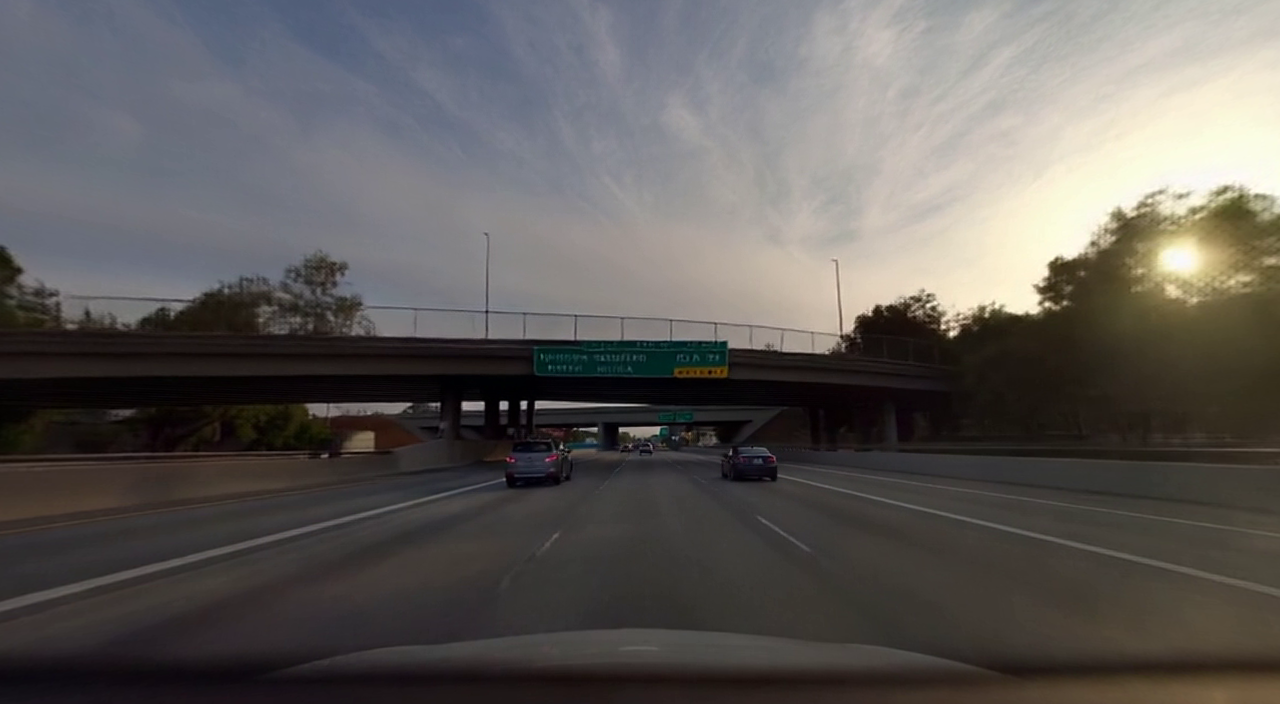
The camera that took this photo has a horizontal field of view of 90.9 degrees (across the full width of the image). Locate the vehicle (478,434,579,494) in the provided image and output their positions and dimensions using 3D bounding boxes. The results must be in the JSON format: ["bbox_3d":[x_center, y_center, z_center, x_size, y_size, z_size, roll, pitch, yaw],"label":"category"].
[{"bbox_3d":[-3.467,3.603,20.739,2.259,1.706,4.924,0,-8,2],"label":"vehicle"}]

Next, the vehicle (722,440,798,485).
[{"bbox_3d":[4.264,3.995,23.111,1.908,1.483,4.259,0,-8,-1],"label":"vehicle"}]
